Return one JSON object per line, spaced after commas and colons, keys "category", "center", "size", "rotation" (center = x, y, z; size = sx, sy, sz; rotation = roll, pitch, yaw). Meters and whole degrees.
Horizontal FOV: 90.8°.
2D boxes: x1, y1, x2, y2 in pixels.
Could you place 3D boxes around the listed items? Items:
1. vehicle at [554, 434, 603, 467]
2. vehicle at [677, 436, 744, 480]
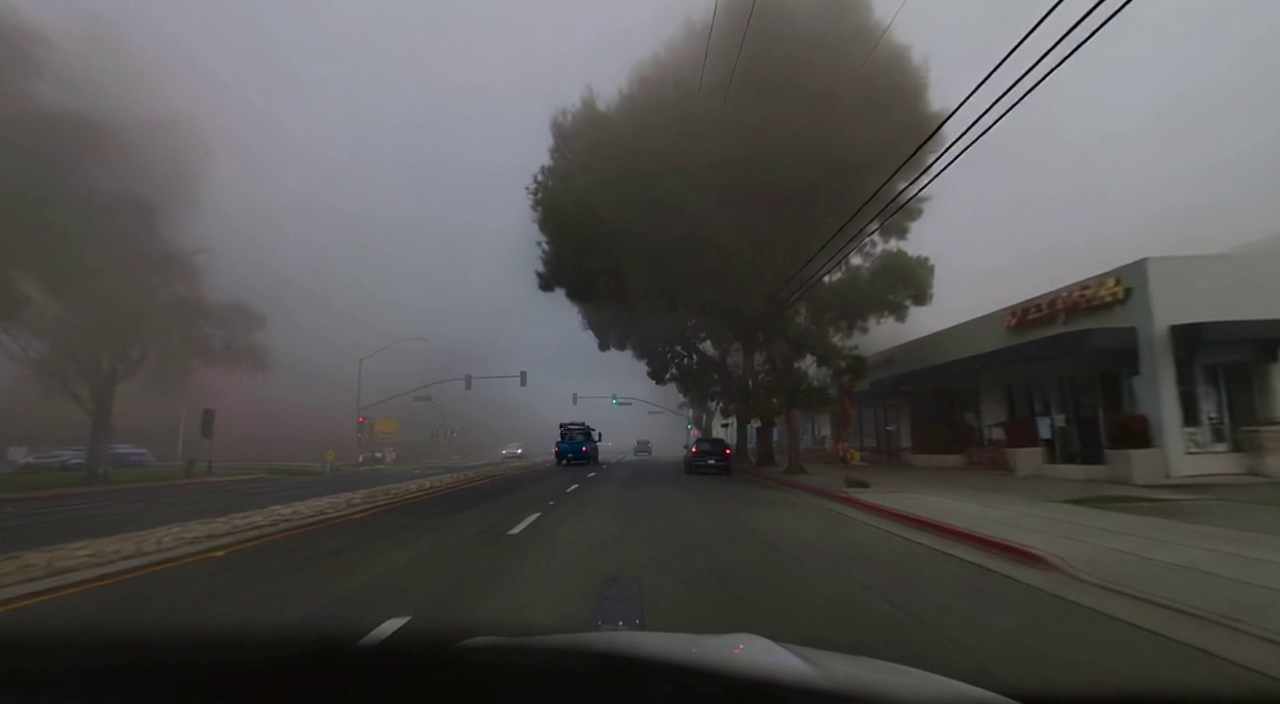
{"category": "vehicle", "center": [-3.442, 5.667, 36.526], "size": [2.464, 1.777, 5.128], "rotation": [0, -9, -2]}
{"category": "vehicle", "center": [2.550, 3.972, 23.870], "size": [2.103, 1.487, 4.101], "rotation": [0, -8, 1]}
